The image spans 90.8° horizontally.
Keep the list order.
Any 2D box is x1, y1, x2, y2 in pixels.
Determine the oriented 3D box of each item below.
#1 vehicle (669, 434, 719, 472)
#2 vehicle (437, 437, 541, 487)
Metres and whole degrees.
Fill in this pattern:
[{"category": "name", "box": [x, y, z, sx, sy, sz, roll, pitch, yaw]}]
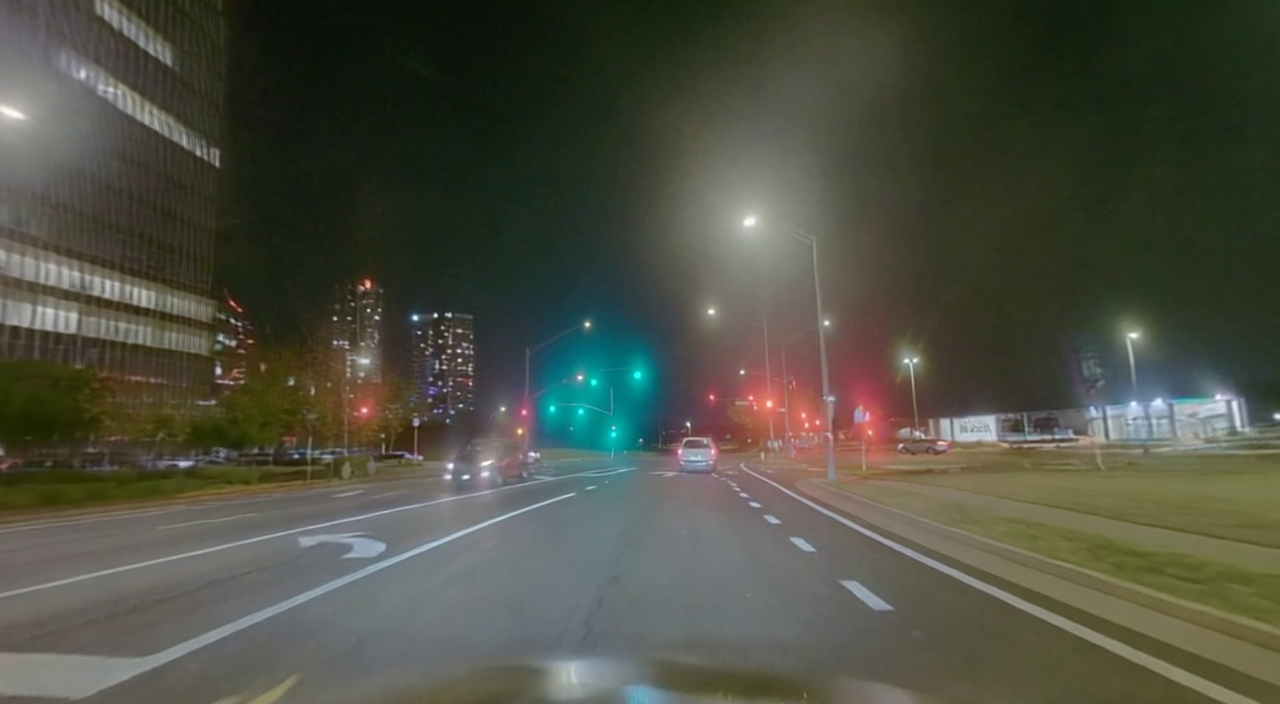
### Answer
[{"category": "vehicle", "box": [2.885, 5.250, 33.040, 2.230, 1.827, 4.298, -1, -9, 9]}, {"category": "vehicle", "box": [-5.607, 4.159, 24.264, 2.183, 1.699, 4.974, -1, -8, 8]}]
